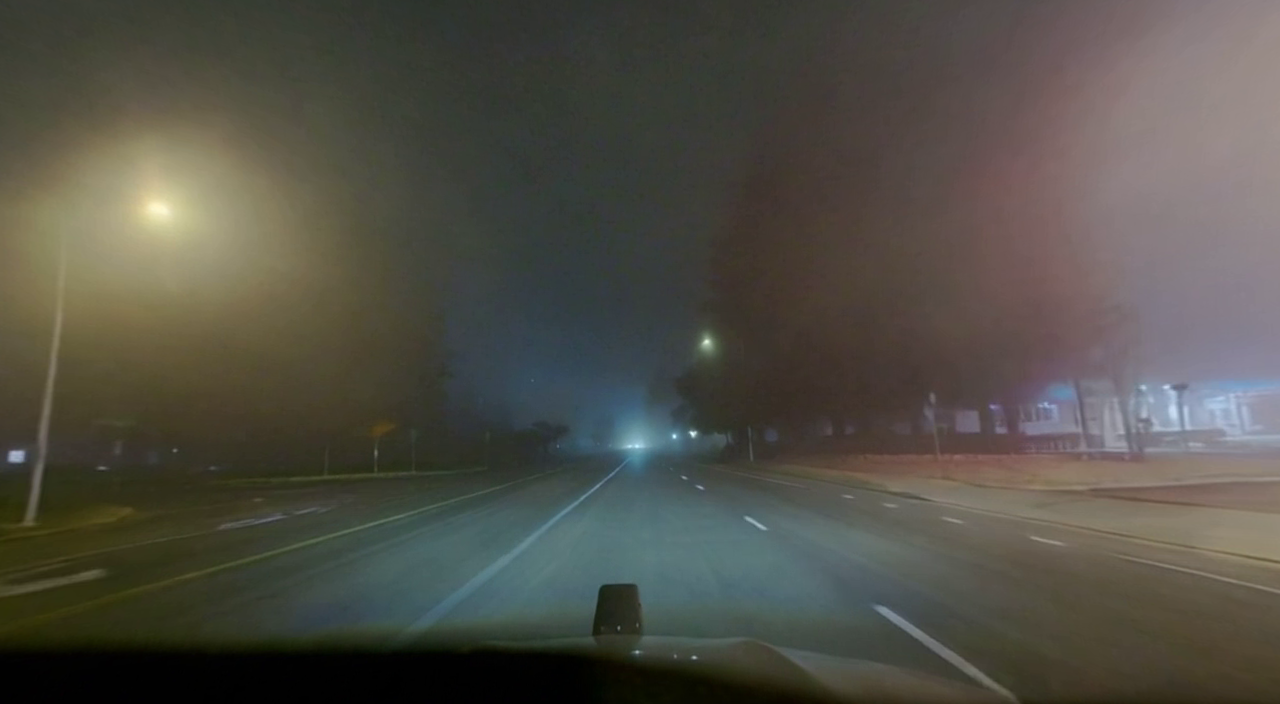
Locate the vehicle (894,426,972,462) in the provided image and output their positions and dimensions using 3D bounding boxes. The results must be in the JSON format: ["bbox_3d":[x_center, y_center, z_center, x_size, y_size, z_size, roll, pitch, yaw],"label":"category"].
[{"bbox_3d":[17.344,5.442,37.711,2.314,1.921,5.069,-1,-7,2],"label":"vehicle"}]

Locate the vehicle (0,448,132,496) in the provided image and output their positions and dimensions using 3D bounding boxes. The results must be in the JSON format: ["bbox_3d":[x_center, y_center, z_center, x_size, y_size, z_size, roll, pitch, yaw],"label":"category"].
[{"bbox_3d":[-30.654,6.236,33.105,5.937,2.345,2.252,0,-9,-1],"label":"vehicle"}]
